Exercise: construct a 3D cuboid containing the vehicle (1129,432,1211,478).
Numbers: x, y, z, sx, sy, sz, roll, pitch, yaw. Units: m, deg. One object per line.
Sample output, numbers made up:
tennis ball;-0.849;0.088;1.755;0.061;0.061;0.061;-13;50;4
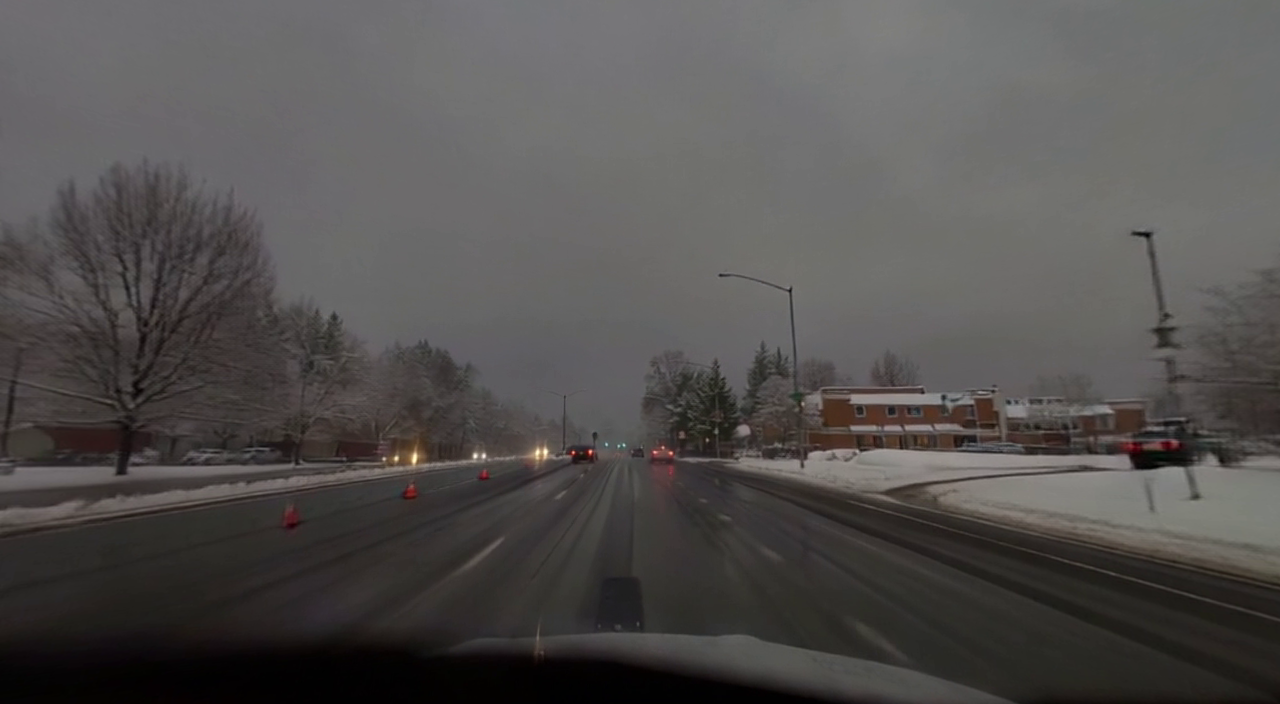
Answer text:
vehicle;21.342;4.103;25.376;2.160;1.639;5.163;-8;-11;41
